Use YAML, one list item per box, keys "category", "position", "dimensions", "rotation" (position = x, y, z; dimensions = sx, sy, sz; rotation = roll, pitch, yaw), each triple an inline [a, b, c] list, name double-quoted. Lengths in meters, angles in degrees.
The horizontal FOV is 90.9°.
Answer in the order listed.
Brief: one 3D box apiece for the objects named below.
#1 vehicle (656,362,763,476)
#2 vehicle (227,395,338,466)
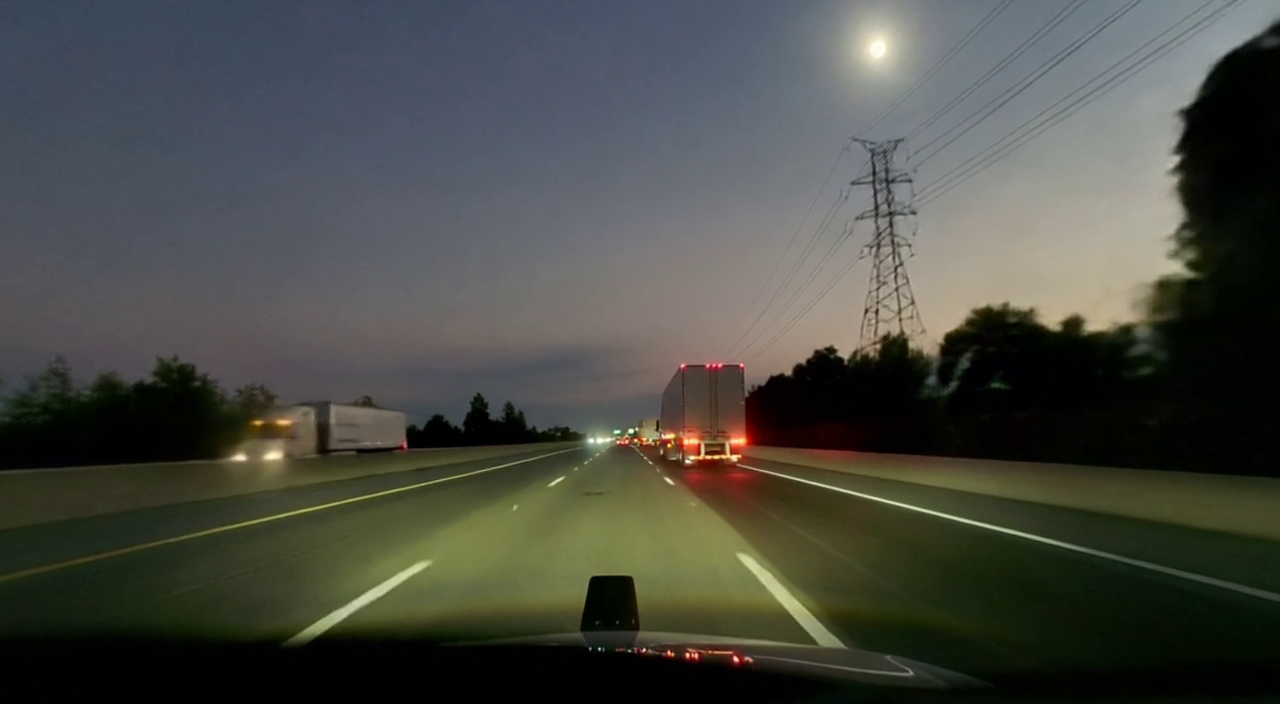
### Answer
- category: "vehicle"
  position: [2.680, 3.344, 29.780]
  dimensions: [2.905, 4.080, 14.157]
  rotation: [0, -8, -2]
- category: "vehicle"
  position: [-20.727, 4.664, 37.058]
  dimensions: [2.819, 3.648, 6.453]
  rotation: [-3, -8, -1]
